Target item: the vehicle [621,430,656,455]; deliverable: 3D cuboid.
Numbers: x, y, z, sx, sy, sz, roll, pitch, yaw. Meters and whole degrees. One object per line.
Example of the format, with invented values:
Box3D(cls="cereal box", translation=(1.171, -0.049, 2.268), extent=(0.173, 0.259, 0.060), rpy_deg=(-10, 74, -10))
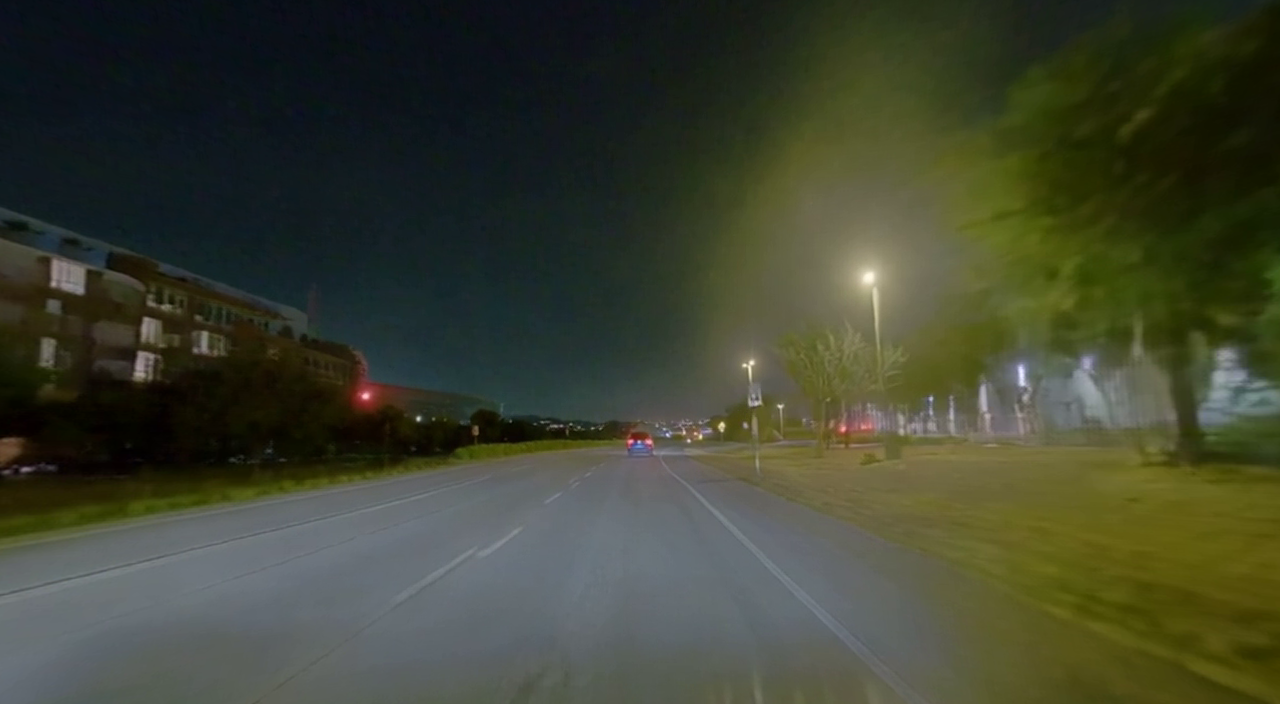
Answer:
Box3D(cls="vehicle", translation=(-0.058, 6.901, 48.194), extent=(2.370, 1.781, 4.440), rpy_deg=(0, -8, 3))
